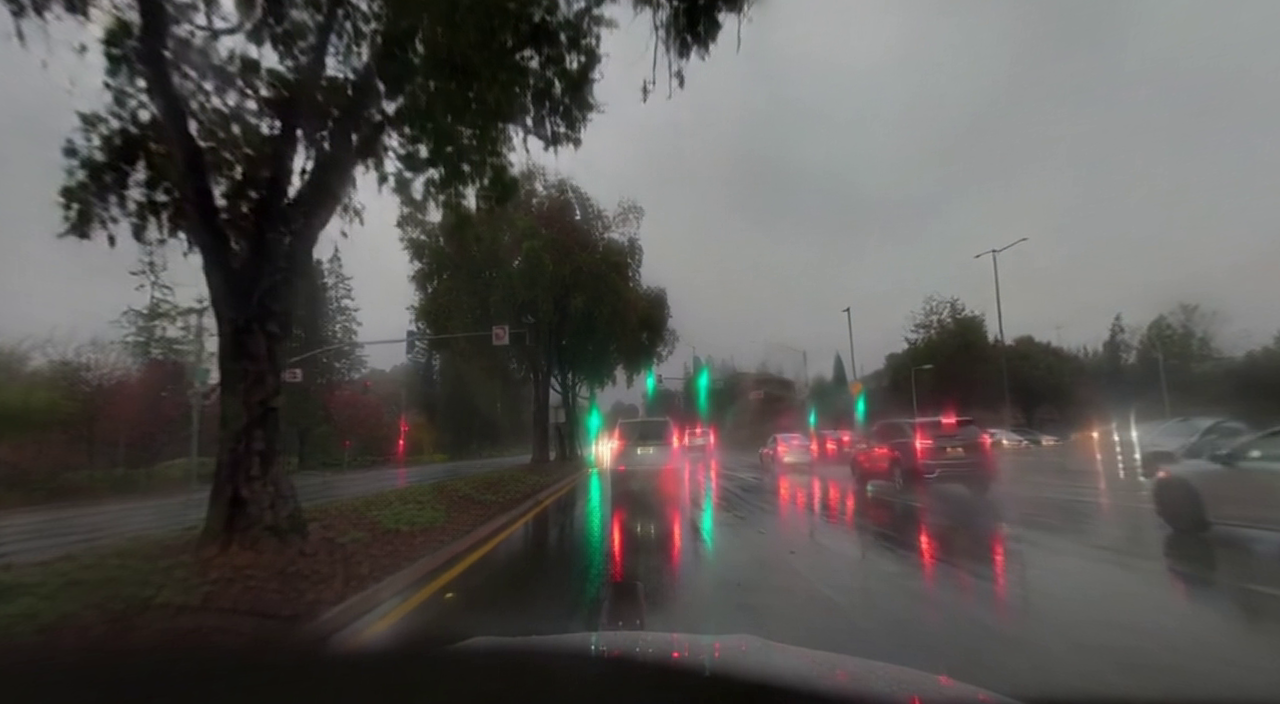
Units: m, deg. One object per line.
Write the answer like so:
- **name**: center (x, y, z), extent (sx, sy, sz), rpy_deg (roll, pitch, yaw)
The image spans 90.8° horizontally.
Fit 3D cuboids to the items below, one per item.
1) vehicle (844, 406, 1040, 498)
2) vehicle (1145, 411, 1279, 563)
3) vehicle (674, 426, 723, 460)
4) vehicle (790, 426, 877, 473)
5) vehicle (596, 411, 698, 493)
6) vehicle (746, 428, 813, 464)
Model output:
- **vehicle**: center (7.106, 2.471, 15.763), extent (2.251, 1.873, 5.346), rpy_deg (0, -9, 0)
- **vehicle**: center (7.387, 1.217, 5.482), extent (2.004, 1.504, 4.836), rpy_deg (0, -9, 0)
- **vehicle**: center (3.323, 5.350, 36.902), extent (2.388, 1.833, 4.506), rpy_deg (0, -9, -1)
- **vehicle**: center (7.348, 3.785, 24.500), extent (2.025, 1.642, 4.189), rpy_deg (0, -9, 0)
- **vehicle**: center (0.159, 2.641, 16.808), extent (2.353, 1.894, 4.122), rpy_deg (0, -9, 0)
- **vehicle**: center (7.368, 5.042, 33.894), extent (2.440, 1.775, 4.791), rpy_deg (0, -9, 0)
